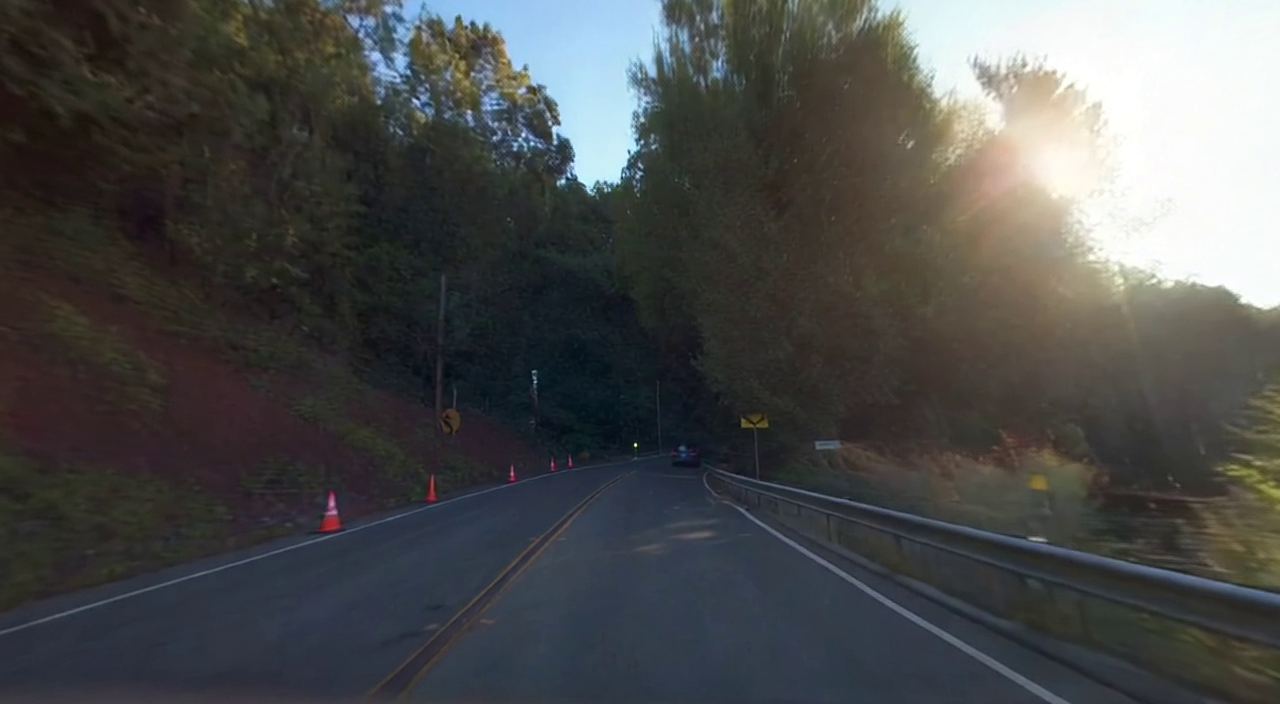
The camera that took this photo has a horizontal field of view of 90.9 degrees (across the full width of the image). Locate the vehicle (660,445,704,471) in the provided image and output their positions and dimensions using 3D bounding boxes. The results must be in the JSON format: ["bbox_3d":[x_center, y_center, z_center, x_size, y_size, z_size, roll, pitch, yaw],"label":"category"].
[{"bbox_3d":[2.721,6.686,40.023,2.259,1.503,4.075,-2,-9,12],"label":"vehicle"}]
